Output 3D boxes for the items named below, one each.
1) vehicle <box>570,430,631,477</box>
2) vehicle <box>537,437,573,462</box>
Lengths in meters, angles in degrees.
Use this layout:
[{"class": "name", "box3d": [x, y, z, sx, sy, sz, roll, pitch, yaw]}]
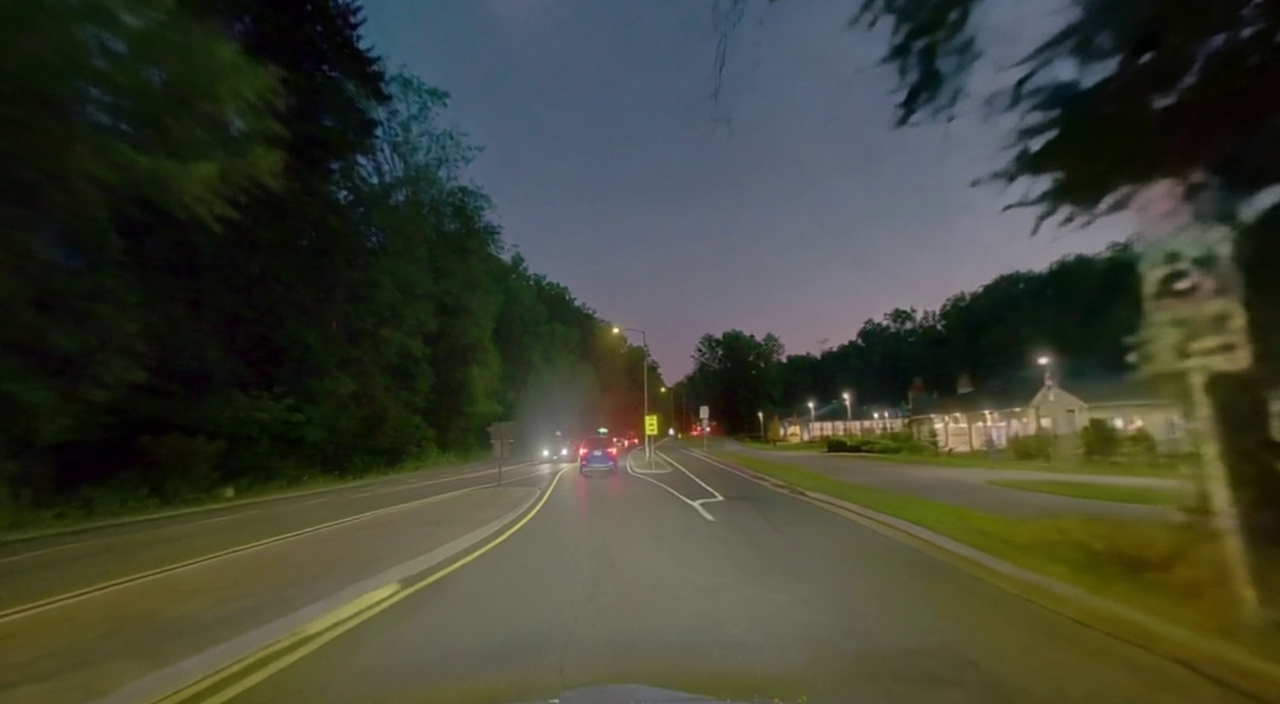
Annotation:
[{"class": "vehicle", "box3d": [-1.544, 4.050, 25.318, 2.216, 1.708, 4.110, 0, -9, -2]}, {"class": "vehicle", "box3d": [-5.935, 6.869, 44.601, 2.087, 1.677, 4.467, 0, -9, -2]}]
